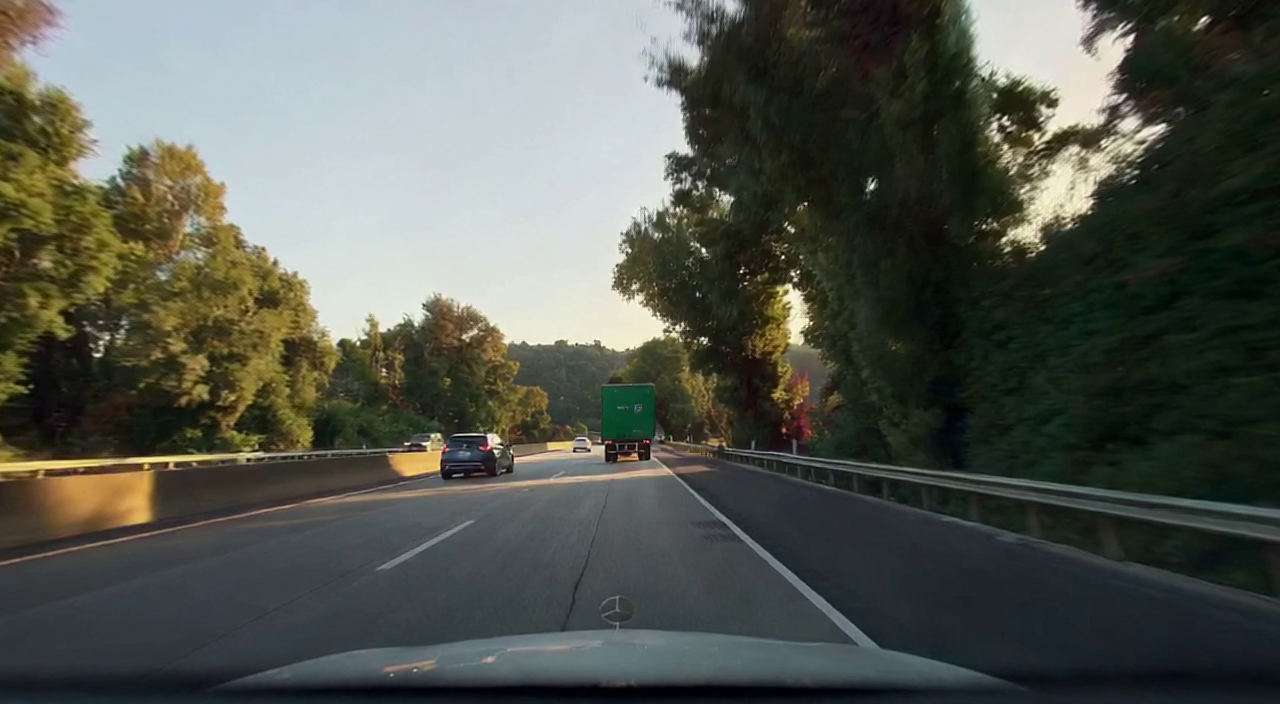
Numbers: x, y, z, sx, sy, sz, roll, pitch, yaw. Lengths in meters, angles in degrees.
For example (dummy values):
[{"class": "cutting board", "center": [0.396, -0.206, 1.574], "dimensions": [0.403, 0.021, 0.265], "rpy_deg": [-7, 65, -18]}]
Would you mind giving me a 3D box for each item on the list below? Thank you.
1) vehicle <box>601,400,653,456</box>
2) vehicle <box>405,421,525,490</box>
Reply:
[{"class": "vehicle", "center": [-0.609, 3.484, 28.786], "dimensions": [2.319, 2.461, 1.270], "rpy_deg": [1, -8, -3]}, {"class": "vehicle", "center": [-4.790, 2.897, 18.077], "dimensions": [2.138, 1.697, 4.587], "rpy_deg": [0, -8, 0]}]
